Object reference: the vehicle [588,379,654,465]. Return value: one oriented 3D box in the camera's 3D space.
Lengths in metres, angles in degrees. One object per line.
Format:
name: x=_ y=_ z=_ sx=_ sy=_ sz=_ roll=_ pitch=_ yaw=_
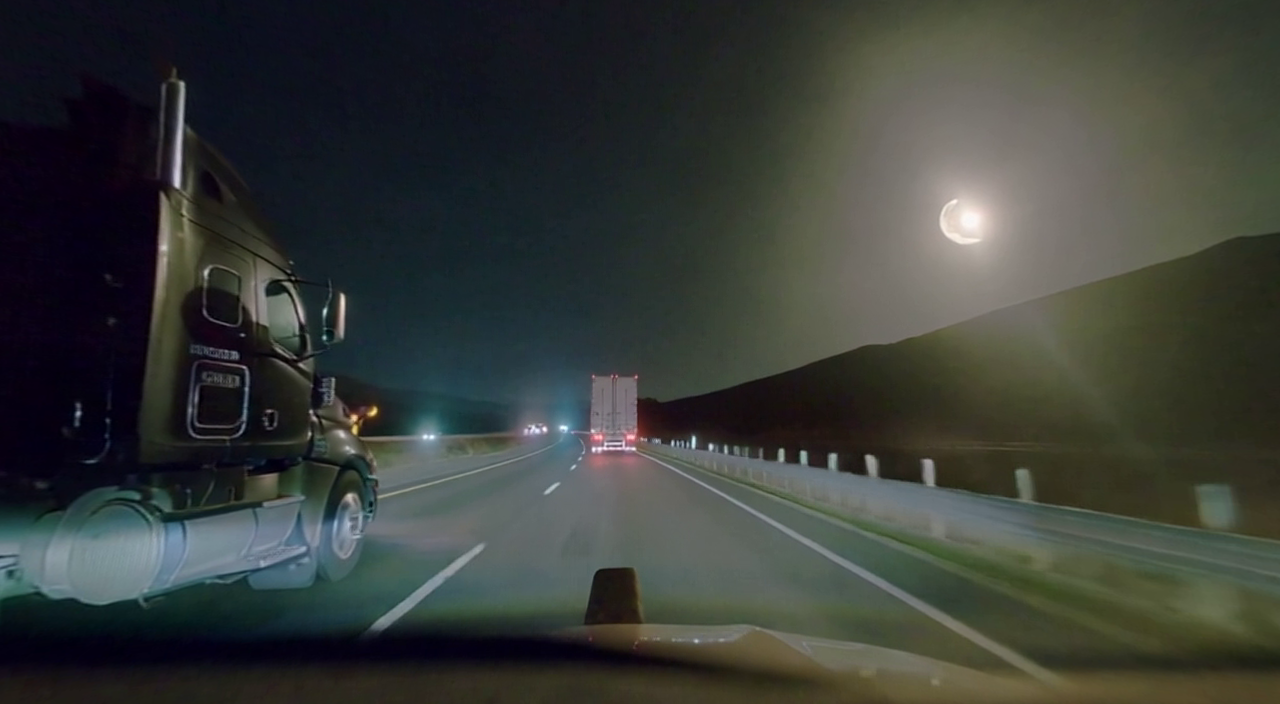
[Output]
vehicle: x=-1.147 y=3.913 z=34.133 sx=3.023 sy=3.965 sz=10.402 roll=0 pitch=-8 yaw=-3
